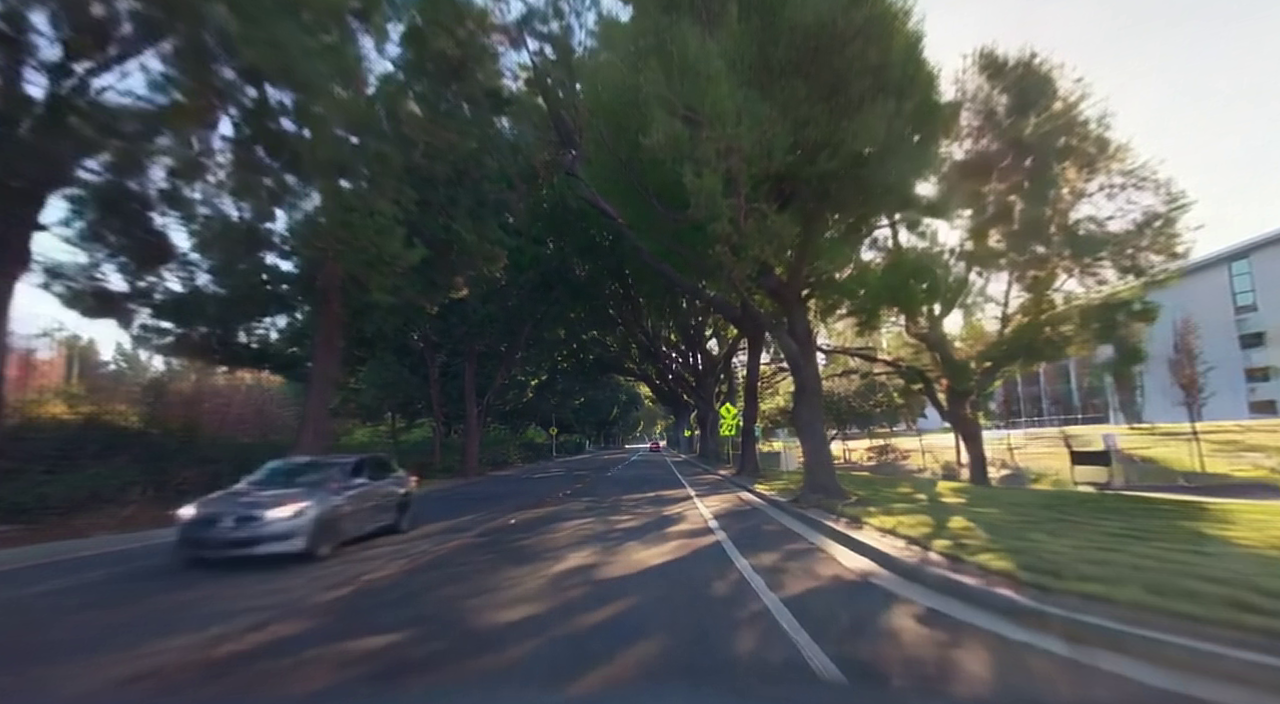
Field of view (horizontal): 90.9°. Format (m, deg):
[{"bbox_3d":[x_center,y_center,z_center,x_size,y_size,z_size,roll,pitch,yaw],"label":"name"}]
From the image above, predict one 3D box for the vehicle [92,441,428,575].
[{"bbox_3d":[-4.657,1.919,8.597,1.923,1.366,3.965,-1,-8,4],"label":"vehicle"}]
